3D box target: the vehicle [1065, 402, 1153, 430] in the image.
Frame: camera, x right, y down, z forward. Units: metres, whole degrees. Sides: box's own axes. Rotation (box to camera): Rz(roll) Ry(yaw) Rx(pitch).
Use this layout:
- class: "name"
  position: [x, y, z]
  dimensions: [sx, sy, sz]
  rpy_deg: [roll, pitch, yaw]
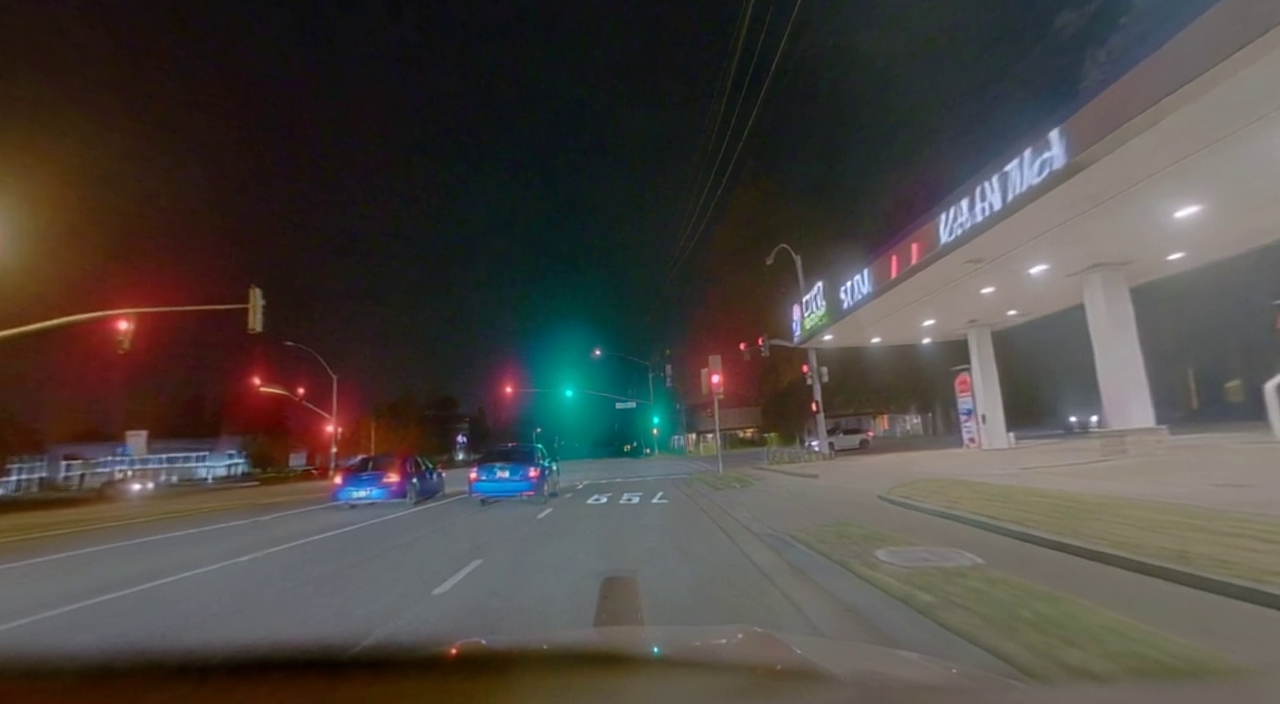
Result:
- class: "vehicle"
  position: [33.849, 4.644, 45.690]
  dimensions: [4.630, 1.824, 2.031]
  rpy_deg: [0, -9, -1]

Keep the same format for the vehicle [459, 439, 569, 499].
- class: "vehicle"
  position: [-3.358, 3.262, 17.938]
  dimensions: [2.054, 1.449, 4.772]
  rpy_deg: [0, -9, 1]

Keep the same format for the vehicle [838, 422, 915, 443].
- class: "vehicle"
  position: [16.985, 5.819, 45.432]
  dimensions: [4.712, 1.466, 1.962]
  rpy_deg: [0, -9, -1]

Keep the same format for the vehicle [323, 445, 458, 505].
- class: "vehicle"
  position: [-6.696, 3.348, 17.538]
  dimensions: [1.966, 1.439, 4.161]
  rpy_deg: [0, -9, 2]

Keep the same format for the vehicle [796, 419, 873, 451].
- class: "vehicle"
  position: [12.941, 5.559, 42.213]
  dimensions: [4.428, 1.501, 1.884]
  rpy_deg: [-7, -9, -2]
